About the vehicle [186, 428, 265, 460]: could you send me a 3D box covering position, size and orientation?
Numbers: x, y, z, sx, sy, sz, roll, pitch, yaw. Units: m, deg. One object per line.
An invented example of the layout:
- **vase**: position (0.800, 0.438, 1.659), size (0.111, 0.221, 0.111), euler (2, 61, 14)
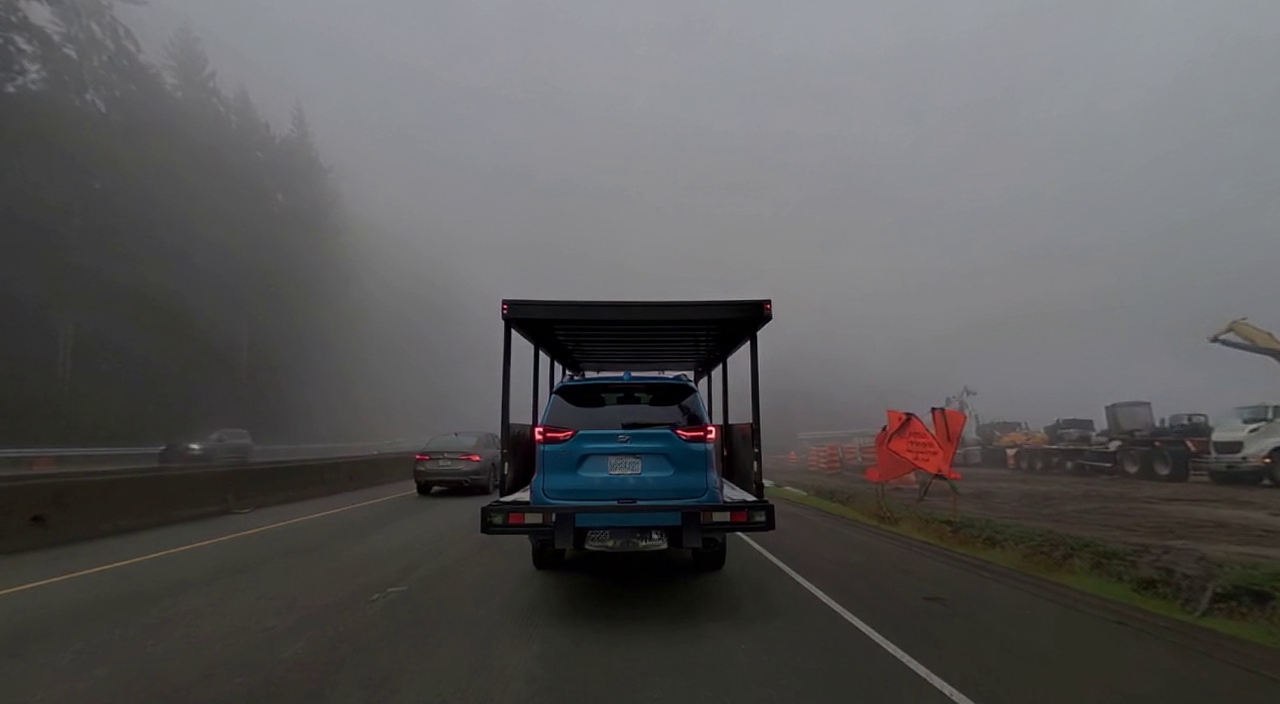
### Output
- **vehicle**: position (-26.964, 6.020, 41.337), size (2.038, 1.918, 4.771), euler (0, -9, -2)

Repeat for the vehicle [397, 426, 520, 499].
- **vehicle**: position (-4.641, 2.908, 16.938), size (2.057, 1.665, 4.572), euler (0, -9, -2)

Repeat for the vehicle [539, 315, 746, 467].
- **vehicle**: position (-0.056, 0.749, 9.016), size (2.156, 1.604, 4.680), euler (0, -9, -2)

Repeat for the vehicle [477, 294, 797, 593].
- **vehicle**: position (-0.188, 1.540, 10.744), size (2.735, 2.597, 10.435), euler (0, -9, -2)
